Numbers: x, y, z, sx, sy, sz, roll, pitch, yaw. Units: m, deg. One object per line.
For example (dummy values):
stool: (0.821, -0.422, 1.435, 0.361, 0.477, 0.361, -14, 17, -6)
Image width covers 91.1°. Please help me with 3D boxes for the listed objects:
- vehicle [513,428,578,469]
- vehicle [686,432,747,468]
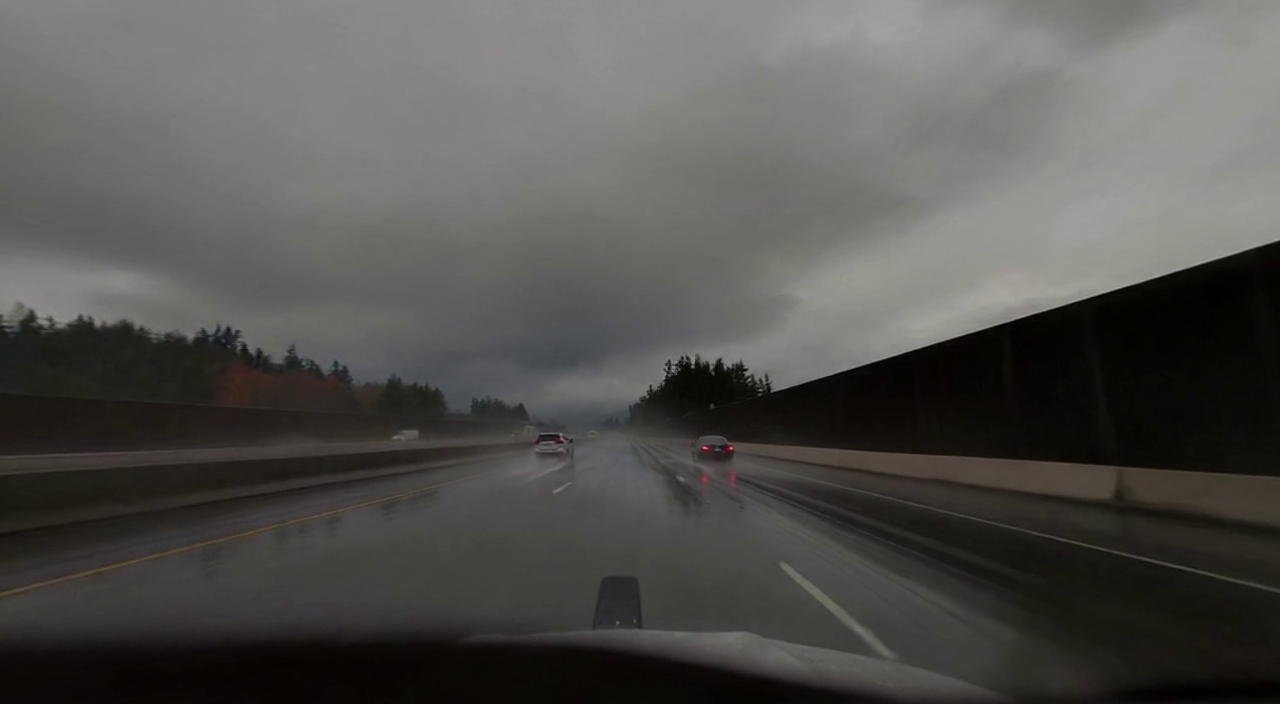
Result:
vehicle: (-4.104, 4.266, 27.958, 2.219, 1.660, 4.153, 0, -8, 0)
vehicle: (3.409, 4.463, 28.909, 2.077, 1.523, 4.539, 0, -8, -2)
